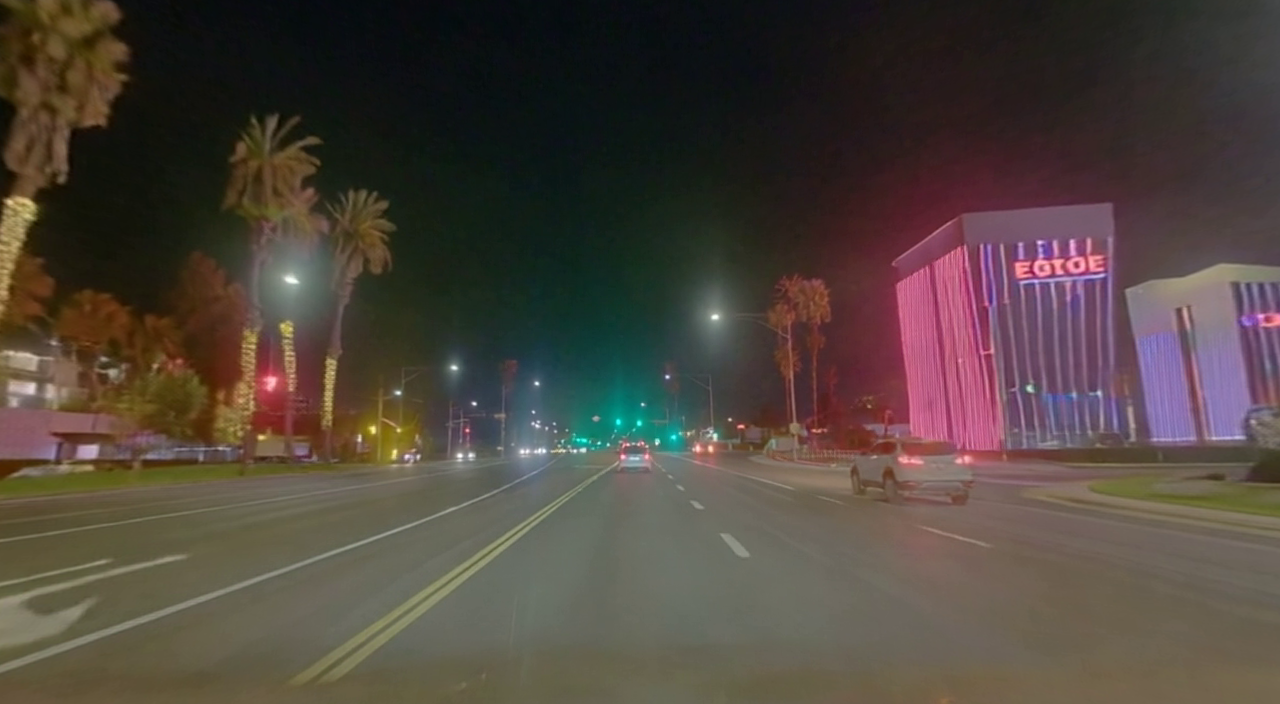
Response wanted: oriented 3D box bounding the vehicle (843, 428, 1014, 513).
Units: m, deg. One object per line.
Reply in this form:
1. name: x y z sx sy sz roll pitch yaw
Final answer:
1. vehicle: 6.316 2.621 14.369 1.949 1.647 3.894 0 -8 -2

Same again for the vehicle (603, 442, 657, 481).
1. vehicle: -0.378 4.266 24.902 1.970 1.402 3.756 0 -8 0
